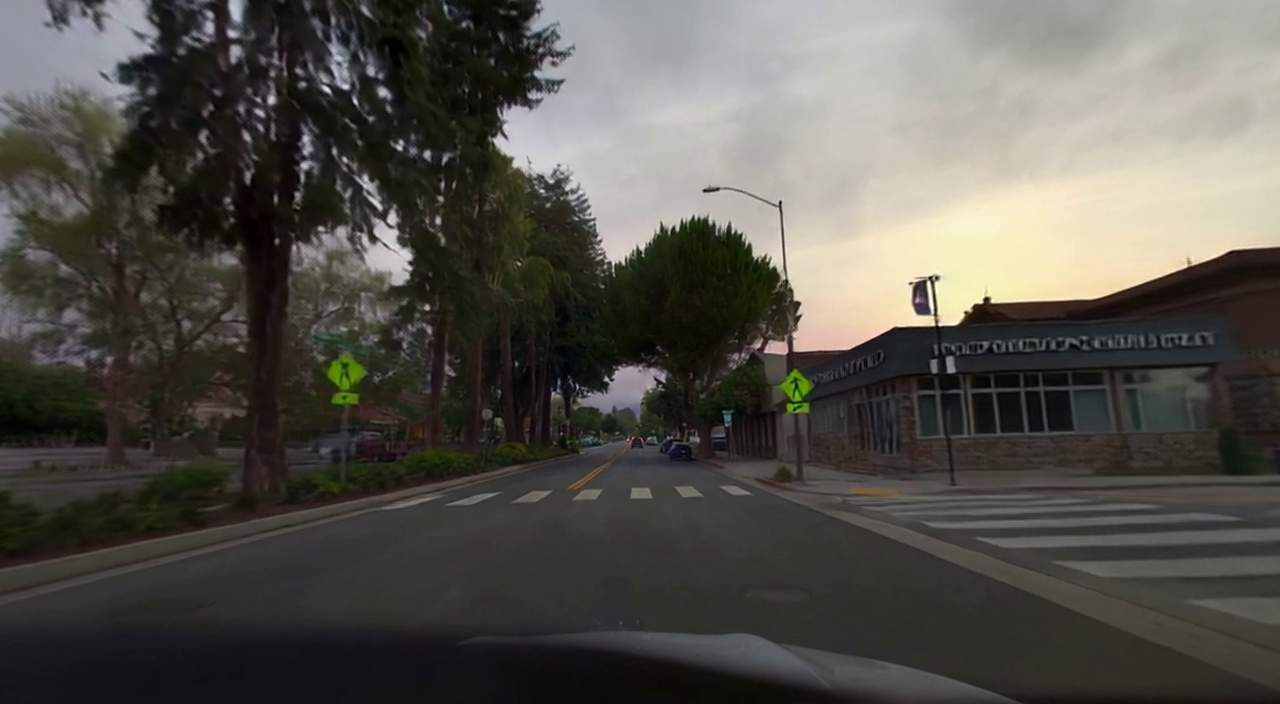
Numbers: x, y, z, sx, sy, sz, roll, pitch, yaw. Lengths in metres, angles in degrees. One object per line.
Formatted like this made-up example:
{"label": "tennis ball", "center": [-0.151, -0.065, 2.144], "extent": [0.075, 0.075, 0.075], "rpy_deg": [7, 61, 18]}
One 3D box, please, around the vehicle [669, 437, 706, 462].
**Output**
{"label": "vehicle", "center": [3.042, 6.377, 41.267], "extent": [2.152, 1.527, 4.010], "rpy_deg": [0, -9, 0]}
